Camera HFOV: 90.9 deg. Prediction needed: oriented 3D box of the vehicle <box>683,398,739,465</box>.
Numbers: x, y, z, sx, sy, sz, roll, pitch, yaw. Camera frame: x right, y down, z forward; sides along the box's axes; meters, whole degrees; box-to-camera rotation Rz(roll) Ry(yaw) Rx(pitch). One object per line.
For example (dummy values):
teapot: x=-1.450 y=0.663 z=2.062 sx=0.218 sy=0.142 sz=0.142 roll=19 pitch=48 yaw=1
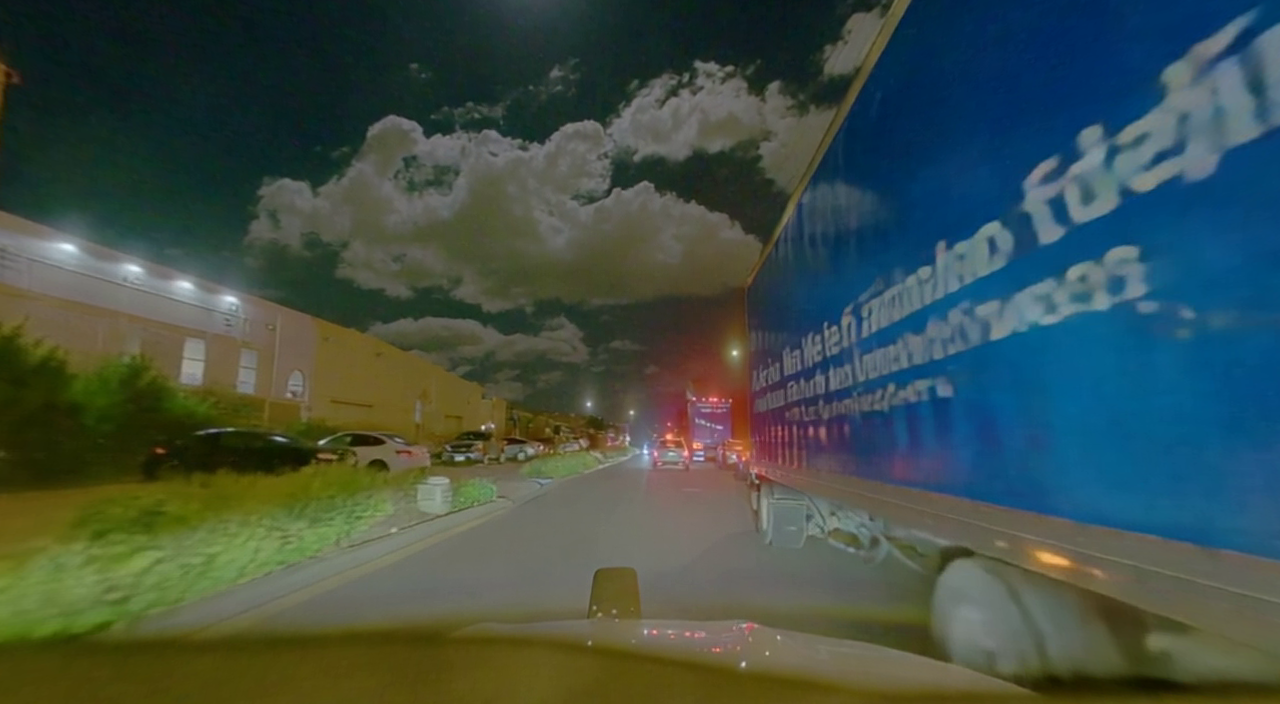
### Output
vehicle: x=4.890 y=5.909 z=46.185 sx=2.865 sy=4.113 sz=14.471 roll=0 pitch=-8 yaw=2

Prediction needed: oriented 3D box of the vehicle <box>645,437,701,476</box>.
vehicle: x=1.361 y=4.312 z=26.376 sx=2.160 sy=1.498 sz=3.909 roll=0 pitch=-8 yaw=2

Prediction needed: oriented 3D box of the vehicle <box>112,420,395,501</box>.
vehicle: x=-7.694 y=2.184 z=12.889 sx=4.555 sy=1.517 sz=1.858 roll=0 pitch=-8 yaw=2

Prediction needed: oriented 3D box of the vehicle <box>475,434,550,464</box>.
vehicle: x=-6.695 y=5.118 z=33.313 sx=3.569 sy=1.520 sz=1.797 roll=0 pitch=-8 yaw=0

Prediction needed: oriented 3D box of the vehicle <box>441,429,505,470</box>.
vehicle: x=-7.677 y=4.510 z=29.398 sx=1.996 sy=1.719 sz=4.382 roll=2 pitch=-8 yaw=-4

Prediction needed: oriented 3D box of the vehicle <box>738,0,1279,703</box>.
vehicle: x=3.038 y=0.251 z=5.294 sx=3.019 sy=3.659 sz=10.648 roll=0 pitch=-8 yaw=2
